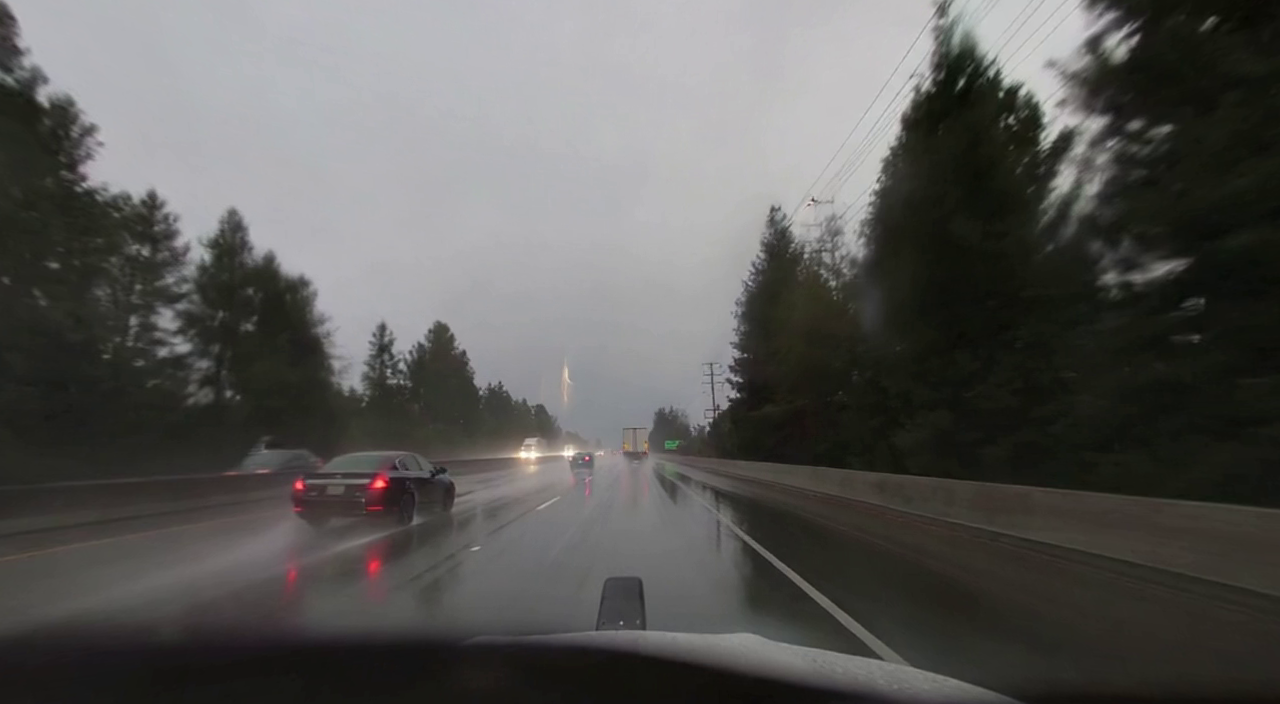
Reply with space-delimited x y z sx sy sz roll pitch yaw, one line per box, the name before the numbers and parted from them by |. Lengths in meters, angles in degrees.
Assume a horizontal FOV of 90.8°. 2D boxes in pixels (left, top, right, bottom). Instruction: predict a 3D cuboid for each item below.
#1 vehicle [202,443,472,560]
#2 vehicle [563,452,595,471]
vehicle | -4.386 2.219 10.139 2.106 1.445 4.404 0 -9 1
vehicle | -4.503 8.128 47.040 2.032 1.381 3.909 0 -9 0
